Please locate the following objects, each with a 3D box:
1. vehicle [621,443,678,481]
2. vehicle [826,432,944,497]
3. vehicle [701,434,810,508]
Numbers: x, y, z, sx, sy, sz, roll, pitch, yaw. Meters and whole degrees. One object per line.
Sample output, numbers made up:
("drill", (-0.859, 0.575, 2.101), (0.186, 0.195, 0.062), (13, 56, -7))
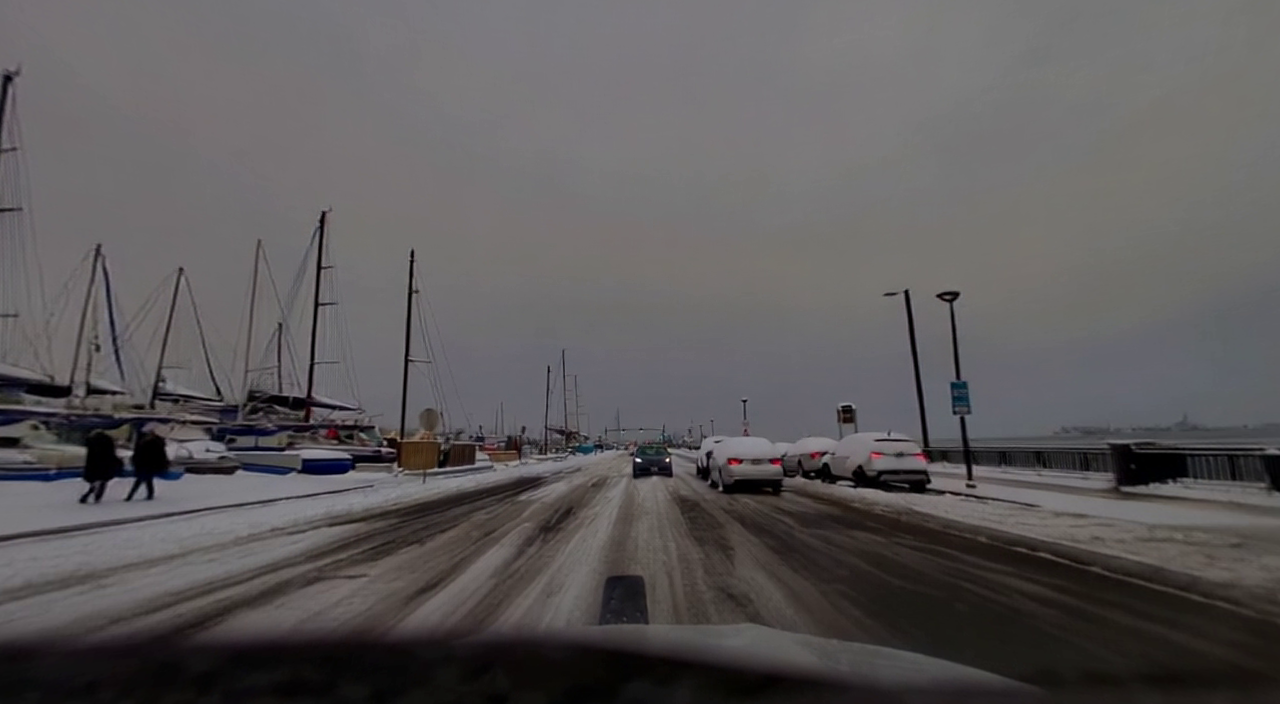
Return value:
("vehicle", (0.415, 4.674, 27.061), (2.284, 1.496, 3.949), (-1, -9, 1))
("vehicle", (7.809, 3.631, 20.655), (1.969, 1.852, 4.514), (0, -9, -1))
("vehicle", (2.784, 2.985, 16.215), (2.047, 1.640, 4.051), (0, -9, 0))
